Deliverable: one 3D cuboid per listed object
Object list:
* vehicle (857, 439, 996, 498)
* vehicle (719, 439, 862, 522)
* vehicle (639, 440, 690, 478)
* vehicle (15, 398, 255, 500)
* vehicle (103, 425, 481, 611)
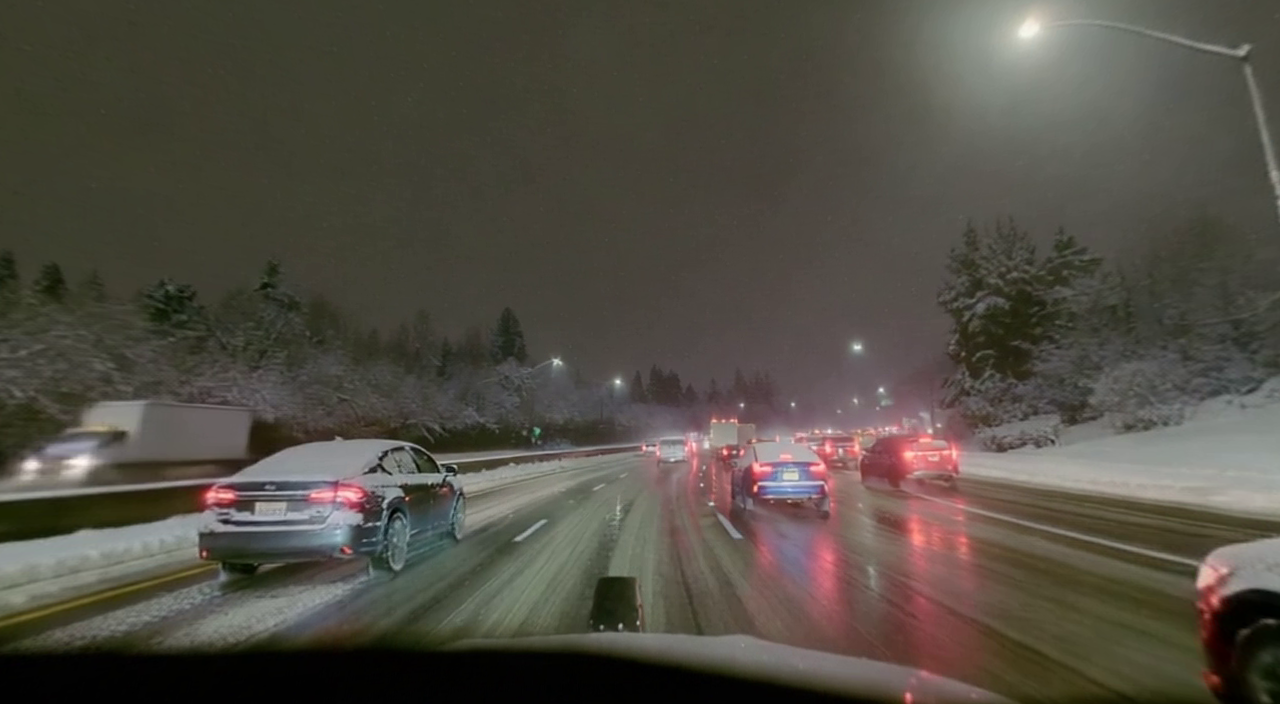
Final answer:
[{"bbox_3d":[8.188,3.359,18.592,2.014,1.506,4.626,0,-9,1],"label":"vehicle"},{"bbox_3d":[3.018,2.693,13.735,2.009,1.489,4.559,0,-9,0],"label":"vehicle"},{"bbox_3d":[1.140,4.873,28.893,2.201,1.614,3.803,0,-9,3],"label":"vehicle"},{"bbox_3d":[-19.662,3.908,25.447,2.839,3.446,7.700,-1,-9,4],"label":"vehicle"},{"bbox_3d":[-3.544,1.762,7.662,1.937,1.558,4.469,0,-9,2],"label":"vehicle"}]
